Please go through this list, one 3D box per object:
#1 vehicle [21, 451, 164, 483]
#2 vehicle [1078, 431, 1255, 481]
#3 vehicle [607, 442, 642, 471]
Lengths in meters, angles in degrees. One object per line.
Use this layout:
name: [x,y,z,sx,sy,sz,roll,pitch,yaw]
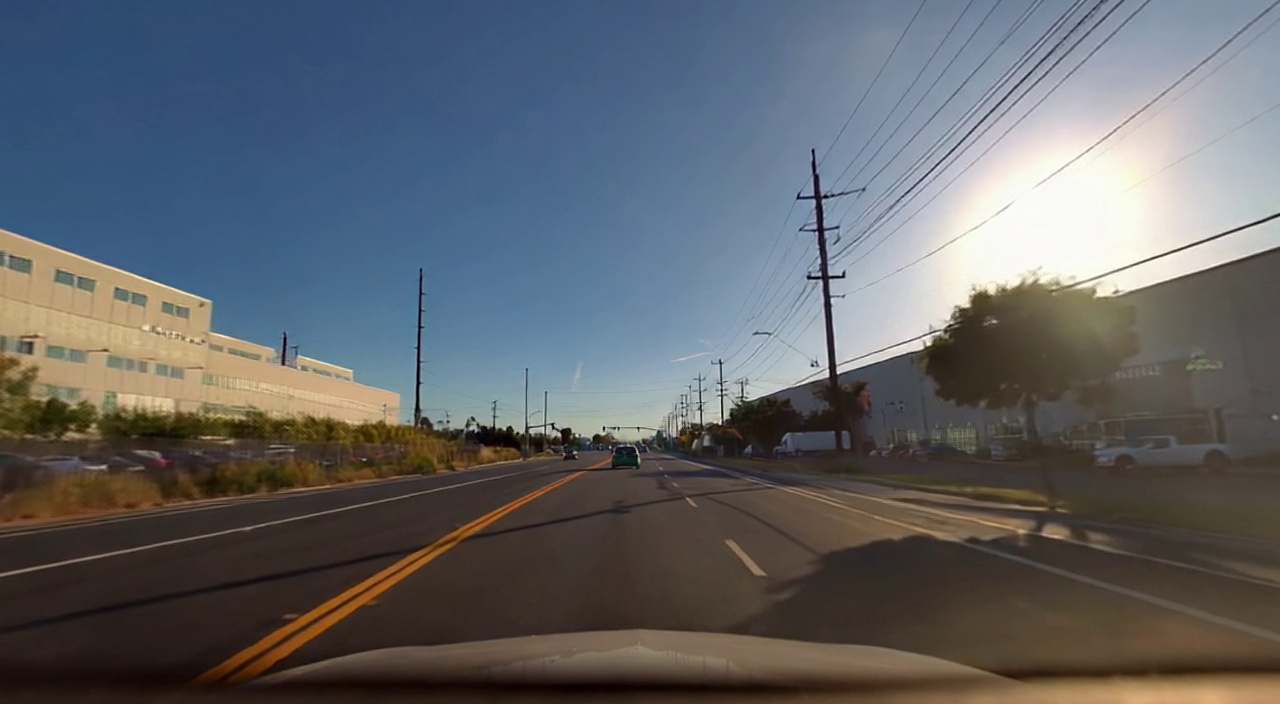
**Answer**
vehicle: [-26.384,5.537,30.619,4.728,1.431,2.287,0,-9,-2]
vehicle: [23.366,4.647,28.263,5.669,2.073,2.297,-1,-9,2]
vehicle: [-0.875,6.149,37.170,1.937,1.588,3.746,0,-9,0]
